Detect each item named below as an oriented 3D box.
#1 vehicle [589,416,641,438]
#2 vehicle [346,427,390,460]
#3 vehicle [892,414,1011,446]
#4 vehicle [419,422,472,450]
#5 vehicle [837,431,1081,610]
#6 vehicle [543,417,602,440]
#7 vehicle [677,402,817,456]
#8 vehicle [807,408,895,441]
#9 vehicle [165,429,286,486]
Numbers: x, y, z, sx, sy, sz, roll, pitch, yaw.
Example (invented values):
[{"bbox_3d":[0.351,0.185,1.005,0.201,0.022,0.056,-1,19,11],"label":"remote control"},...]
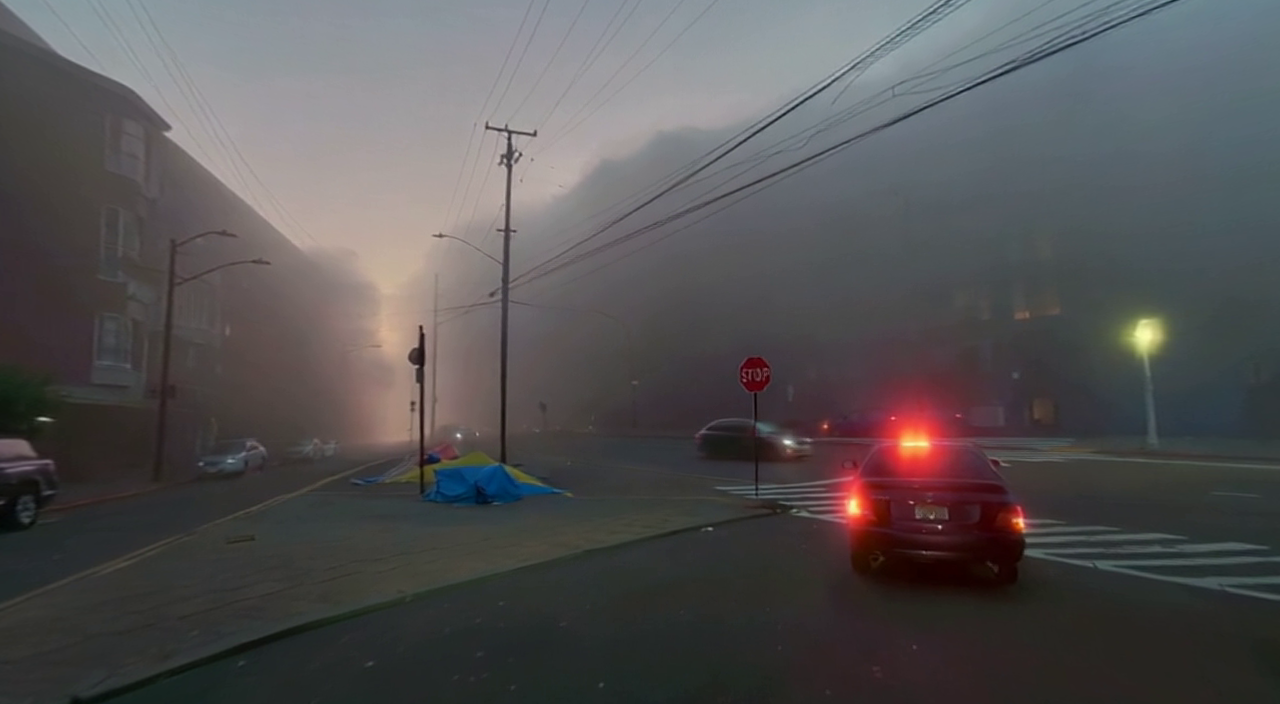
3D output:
[{"bbox_3d":[-1.903,5.643,47.095,1.768,1.492,4.090,6,-11,-38],"label":"vehicle"},{"bbox_3d":[-15.522,5.256,36.238,1.987,1.686,3.971,0,-8,-19],"label":"vehicle"},{"bbox_3d":[15.116,3.852,30.875,1.824,1.414,4.820,7,-11,-41],"label":"vehicle"},{"bbox_3d":[-13.088,5.659,42.357,1.870,1.724,4.320,6,-11,-38],"label":"vehicle"},{"bbox_3d":[4.303,1.894,8.174,1.945,1.647,4.160,-7,-10,37],"label":"vehicle"},{"bbox_3d":[-4.867,5.487,45.117,2.089,1.506,4.641,6,-10,-37],"label":"vehicle"},{"bbox_3d":[4.286,3.229,26.290,2.152,1.970,5.506,4,-9,-41],"label":"vehicle"},{"bbox_3d":[11.632,4.081,35.058,1.805,1.694,4.214,7,-11,-39],"label":"vehicle"},{"bbox_3d":[-14.988,3.822,23.255,2.054,1.800,5.212,2,-9,-15],"label":"vehicle"}]
